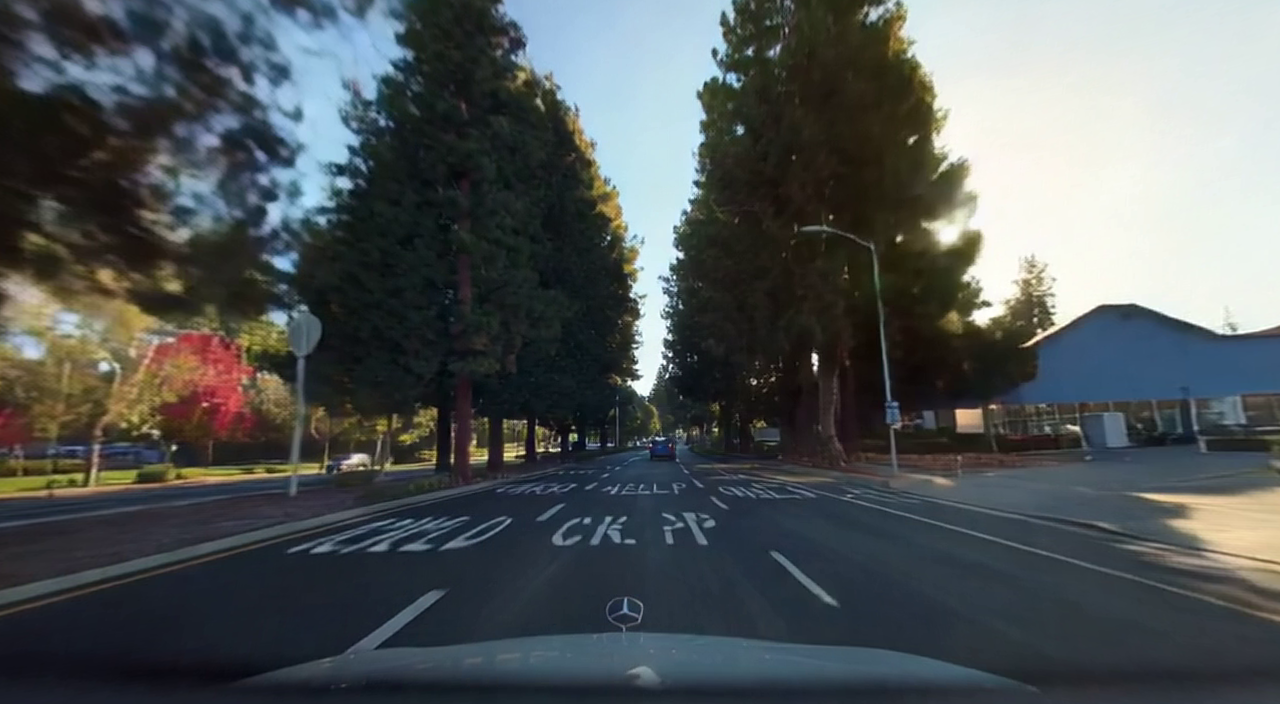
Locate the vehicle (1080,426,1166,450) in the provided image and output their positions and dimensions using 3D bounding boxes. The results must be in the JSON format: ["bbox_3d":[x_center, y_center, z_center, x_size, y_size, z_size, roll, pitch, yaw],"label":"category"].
[{"bbox_3d":[31.956,5.717,41.641,4.002,1.501,2.000,0,-9,0],"label":"vehicle"}]

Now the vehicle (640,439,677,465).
[{"bbox_3d":[1.104,6.206,39.098,2.144,1.505,4.128,0,-8,1],"label":"vehicle"}]

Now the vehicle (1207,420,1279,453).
[{"bbox_3d":[31.376,4.179,31.336,4.051,1.475,1.949,-3,-9,2],"label":"vehicle"}]

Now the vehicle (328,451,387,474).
[{"bbox_3d":[-19.765,7.732,44.125,1.885,1.464,4.525,0,-9,2],"label":"vehicle"}]

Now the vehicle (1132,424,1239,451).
[{"bbox_3d":[31.690,4.989,36.555,4.282,1.486,2.017,0,-9,0],"label":"vehicle"}]
